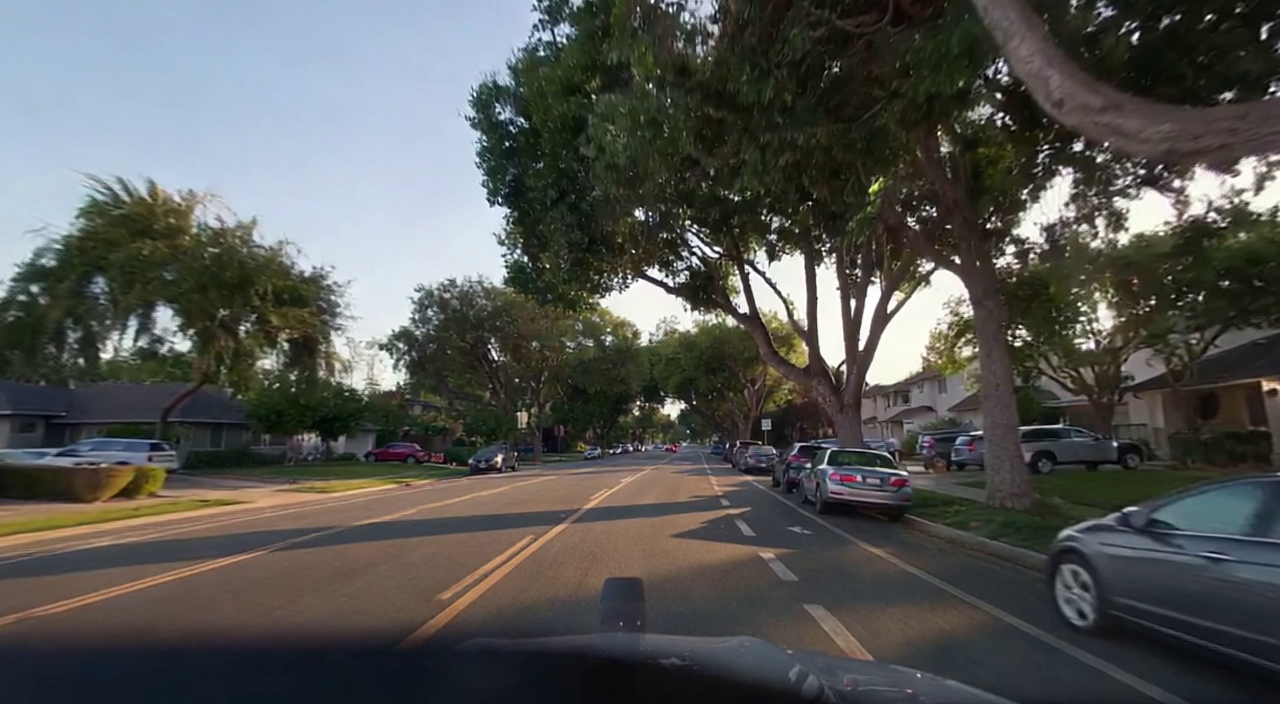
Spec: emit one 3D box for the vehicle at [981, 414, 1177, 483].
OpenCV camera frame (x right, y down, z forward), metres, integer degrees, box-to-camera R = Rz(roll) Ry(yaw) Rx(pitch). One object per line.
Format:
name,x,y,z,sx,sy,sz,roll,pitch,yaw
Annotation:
vehicle,14.451,3.223,21.107,4.704,1.942,2.207,-3,-9,4

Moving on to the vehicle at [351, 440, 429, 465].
vehicle,-17.085,6.876,43.334,4.509,1.698,1.890,-1,-8,6

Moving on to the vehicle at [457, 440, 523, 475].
vehicle,-8.362,5.961,35.778,2.093,1.767,5.120,-2,-9,5

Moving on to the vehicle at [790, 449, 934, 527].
vehicle,4.664,2.875,14.012,1.911,1.395,4.362,0,-8,4

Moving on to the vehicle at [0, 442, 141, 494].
vehicle,-18.543,3.597,19.795,4.245,1.512,1.957,0,-8,5

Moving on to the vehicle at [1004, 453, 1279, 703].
vehicle,4.271,1.310,3.394,1.925,1.445,4.554,0,-8,0
